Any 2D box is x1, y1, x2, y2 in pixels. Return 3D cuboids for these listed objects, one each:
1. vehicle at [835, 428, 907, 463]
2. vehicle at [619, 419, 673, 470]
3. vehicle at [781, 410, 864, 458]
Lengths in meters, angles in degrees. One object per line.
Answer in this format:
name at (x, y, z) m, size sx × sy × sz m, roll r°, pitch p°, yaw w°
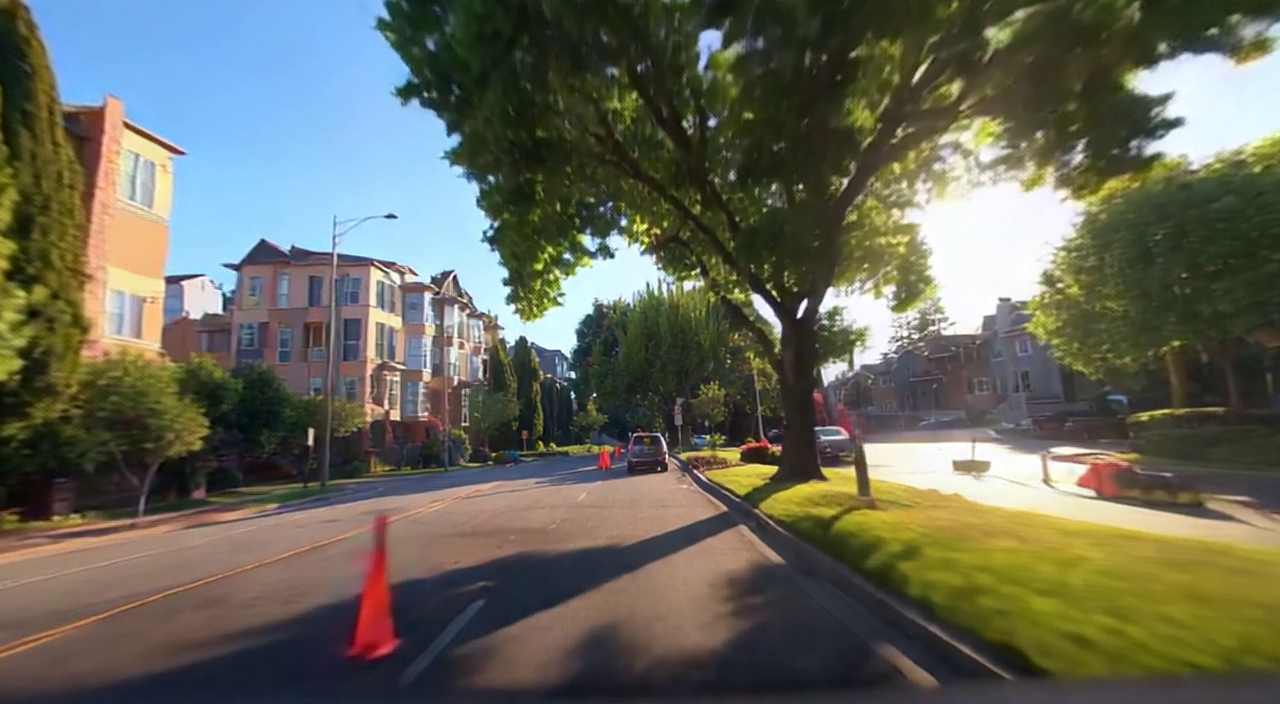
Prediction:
vehicle at (10.657, 4.338, 29.353) m, size 1.698 × 1.548 × 2.969 m, roll 3°, pitch -8°, yaw -14°
vehicle at (0.163, 4.107, 28.144) m, size 2.169 × 2.015 × 5.206 m, roll 0°, pitch -8°, yaw -2°
vehicle at (9.700, 4.560, 34.342) m, size 2.253 × 2.306 × 6.753 m, roll 0°, pitch -9°, yaw -2°
